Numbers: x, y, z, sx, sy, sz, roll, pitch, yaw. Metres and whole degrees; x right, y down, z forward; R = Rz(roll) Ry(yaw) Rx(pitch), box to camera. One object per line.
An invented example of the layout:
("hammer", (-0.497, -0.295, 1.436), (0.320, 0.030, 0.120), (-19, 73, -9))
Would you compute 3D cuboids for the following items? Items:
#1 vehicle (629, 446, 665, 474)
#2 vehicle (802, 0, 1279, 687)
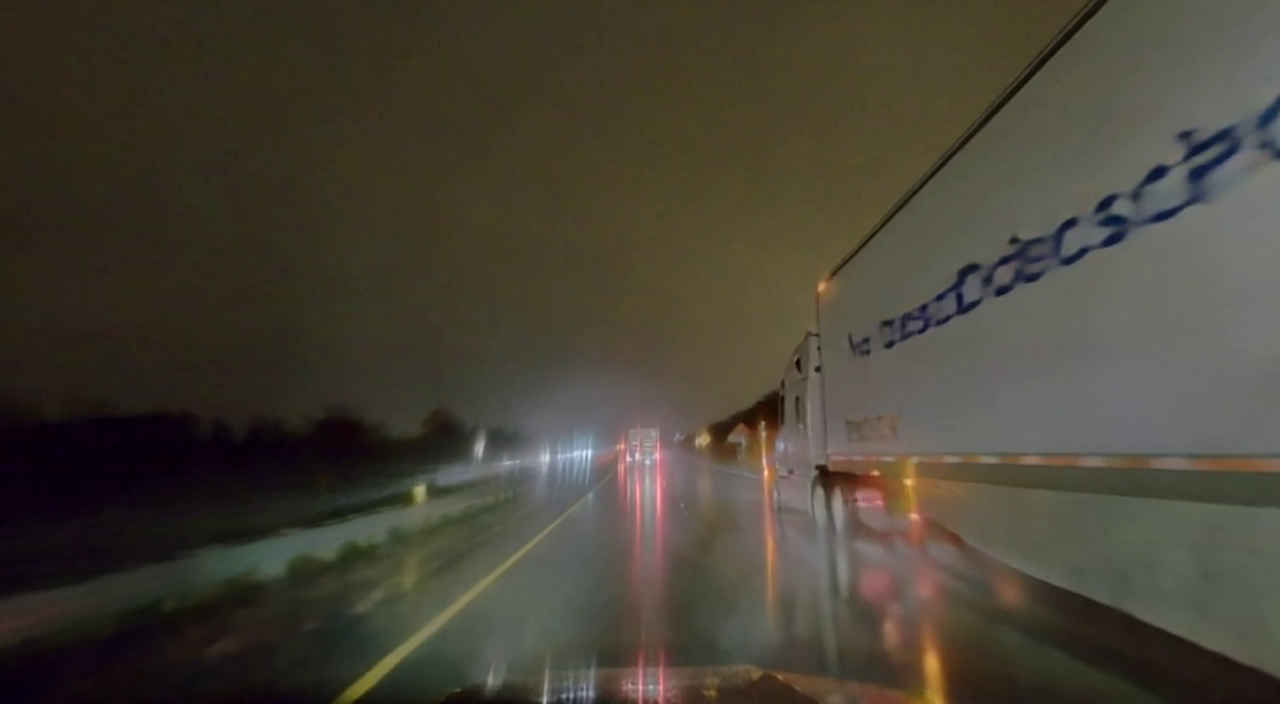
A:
("vehicle", (0.419, 6.958, 40.501), (2.160, 1.691, 4.243), (0, -9, -1))
("vehicle", (4.870, -0.087, 4.954), (3.167, 4.180, 14.924), (2, -9, 0))
